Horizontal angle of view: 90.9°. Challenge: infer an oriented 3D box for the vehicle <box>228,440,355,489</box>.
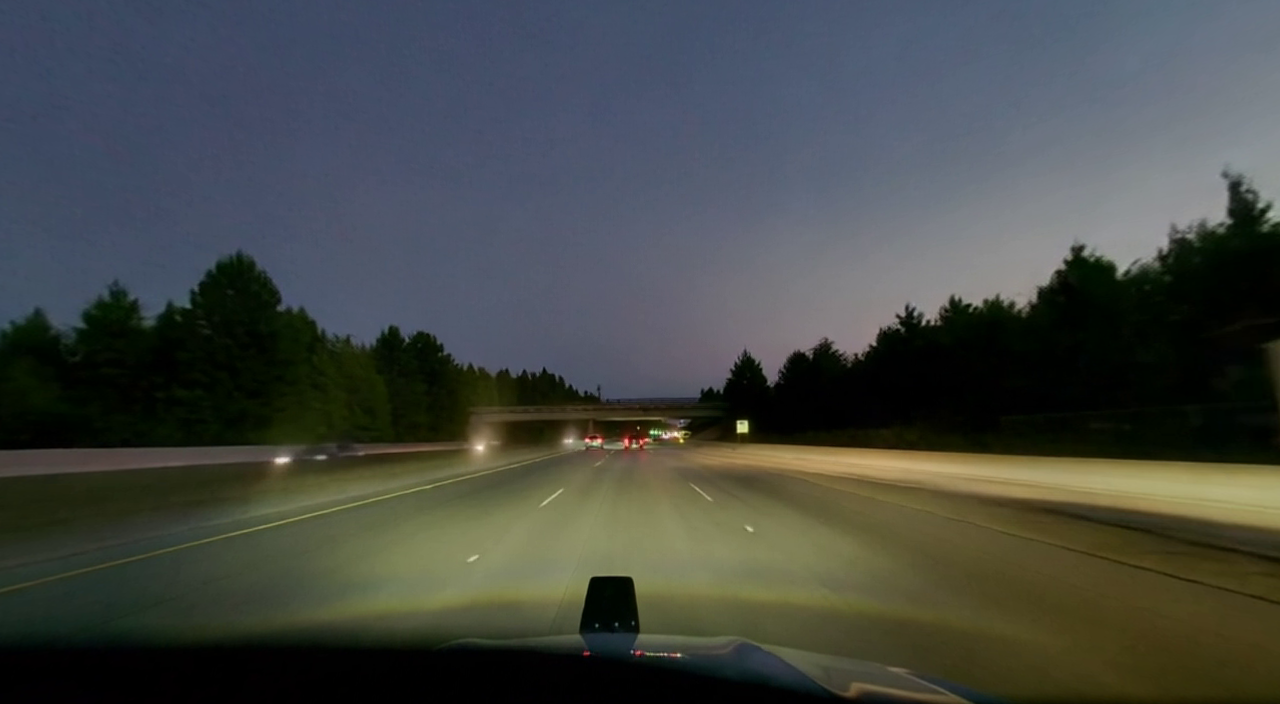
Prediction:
[{"bbox_3d":[-12.466,4.010,22.956,1.952,1.542,4.672,0,-8,0],"label":"vehicle"}]
